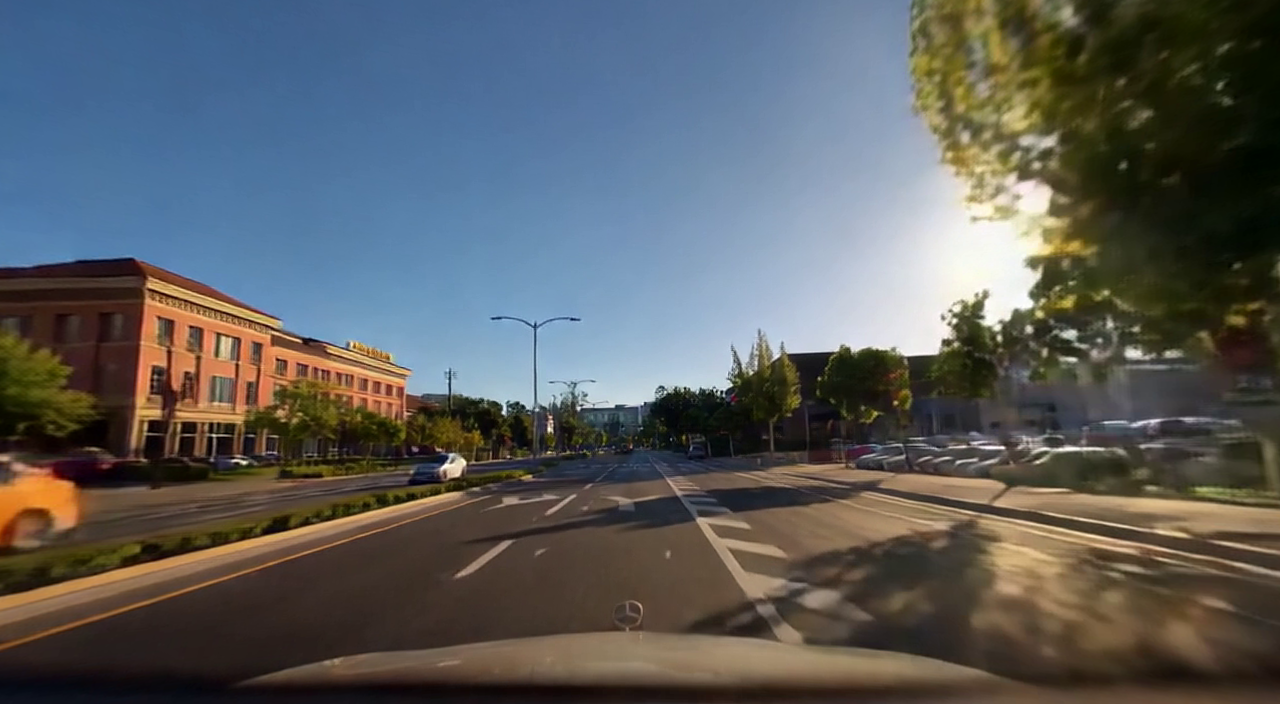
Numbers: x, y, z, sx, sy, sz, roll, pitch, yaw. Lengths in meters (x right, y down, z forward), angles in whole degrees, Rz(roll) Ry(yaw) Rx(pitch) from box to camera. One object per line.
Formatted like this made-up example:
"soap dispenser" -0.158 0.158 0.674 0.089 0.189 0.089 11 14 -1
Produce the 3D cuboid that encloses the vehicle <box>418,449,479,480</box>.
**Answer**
"vehicle" -9.678 5.686 32.075 1.880 1.461 4.446 0 -9 -3

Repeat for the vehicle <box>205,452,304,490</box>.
"vehicle" -20.035 6.173 32.916 2.218 1.788 4.604 0 -9 0

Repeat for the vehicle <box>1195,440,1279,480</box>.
"vehicle" 26.869 4.613 27.039 4.057 1.647 1.981 0 -8 -3

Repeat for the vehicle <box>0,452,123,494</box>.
"vehicle" -29.616 6.084 31.902 5.319 1.985 2.410 -3 -9 16

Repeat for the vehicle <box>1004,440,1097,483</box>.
"vehicle" 18.664 4.926 28.541 3.754 1.844 2.002 5 -10 -31

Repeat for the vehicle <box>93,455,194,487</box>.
"vehicle" -30.815 7.367 39.122 4.584 1.790 1.858 5 -10 -30

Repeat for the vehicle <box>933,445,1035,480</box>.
"vehicle" 16.653 5.292 30.381 4.313 1.584 2.282 5 -10 -29

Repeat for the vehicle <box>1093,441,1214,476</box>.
"vehicle" 27.289 5.664 33.499 4.478 1.746 2.159 0 -8 0
